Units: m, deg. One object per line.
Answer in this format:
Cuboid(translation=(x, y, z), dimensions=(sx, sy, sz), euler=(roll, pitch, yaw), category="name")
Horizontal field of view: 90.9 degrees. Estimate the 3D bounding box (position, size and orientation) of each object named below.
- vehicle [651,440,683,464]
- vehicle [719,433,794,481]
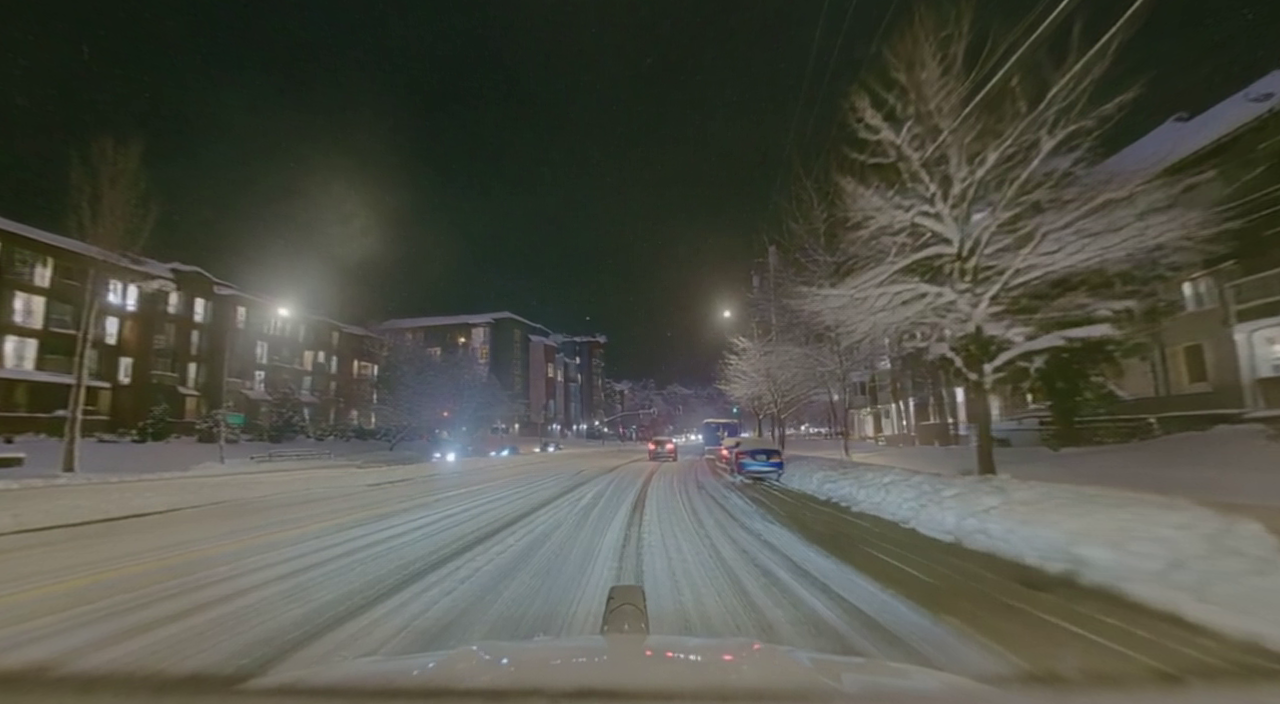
Cuboid(translation=(1.697, 6.126, 38.771), dimensions=(1.871, 1.370, 4.206), euler=(-1, -8, 4), category="vehicle")
Cuboid(translation=(4.407, 4.051, 24.551), dimensions=(2.121, 1.659, 4.675), euler=(0, -8, 1), category="vehicle")
